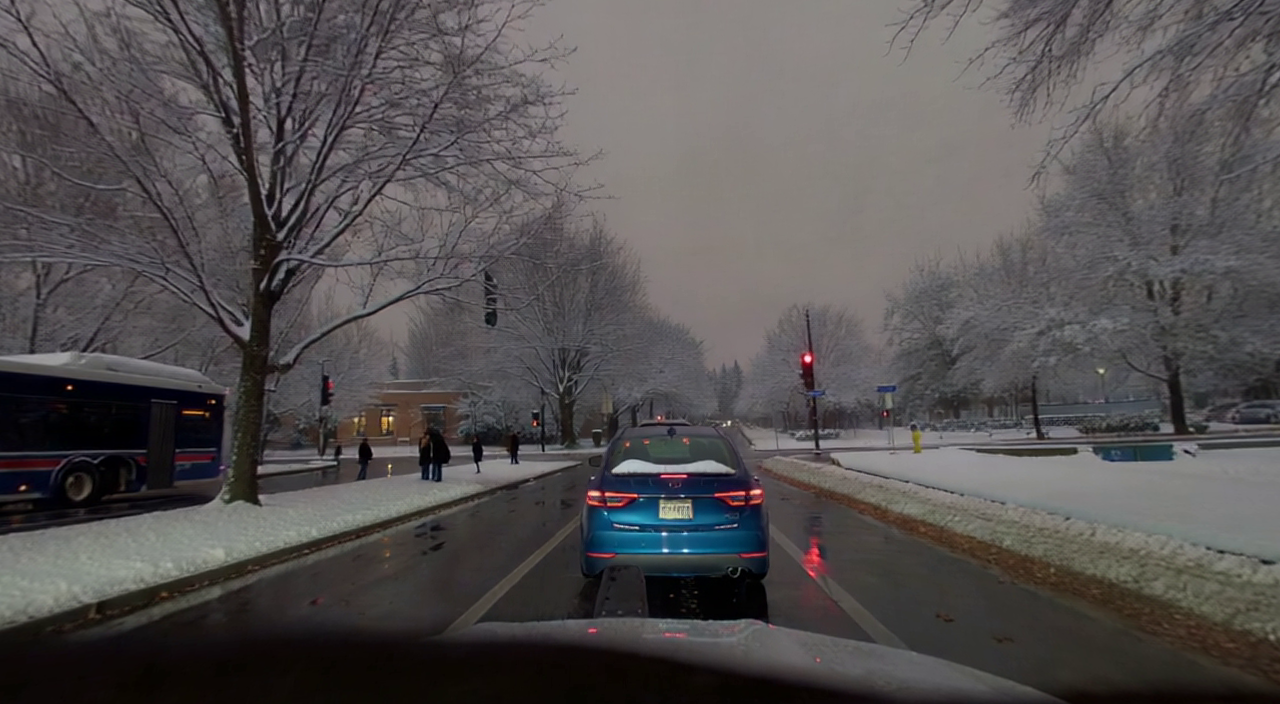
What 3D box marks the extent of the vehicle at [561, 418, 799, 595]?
[{"bbox_3d":[0.381,1.615,7.400,2.035,1.499,3.799,0,-8,1],"label":"vehicle"}]
